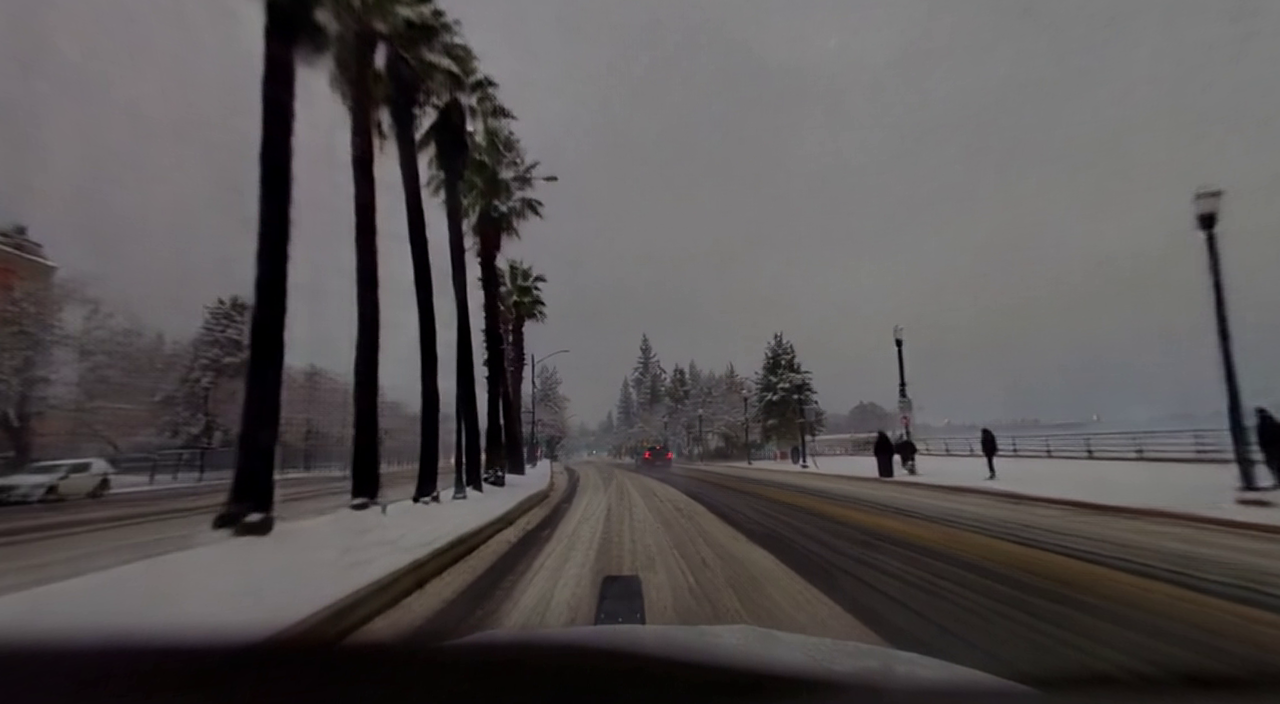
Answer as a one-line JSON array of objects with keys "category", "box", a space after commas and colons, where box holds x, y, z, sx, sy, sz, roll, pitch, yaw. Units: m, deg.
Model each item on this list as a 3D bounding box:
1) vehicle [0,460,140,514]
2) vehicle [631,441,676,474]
[{"category": "vehicle", "box": [-21.804, 4.944, 23.633, 2.285, 1.689, 4.968, 0, -9, -3]}, {"category": "vehicle", "box": [0.767, 6.954, 42.063, 2.284, 2.010, 6.670, 0, -8, -5]}]
